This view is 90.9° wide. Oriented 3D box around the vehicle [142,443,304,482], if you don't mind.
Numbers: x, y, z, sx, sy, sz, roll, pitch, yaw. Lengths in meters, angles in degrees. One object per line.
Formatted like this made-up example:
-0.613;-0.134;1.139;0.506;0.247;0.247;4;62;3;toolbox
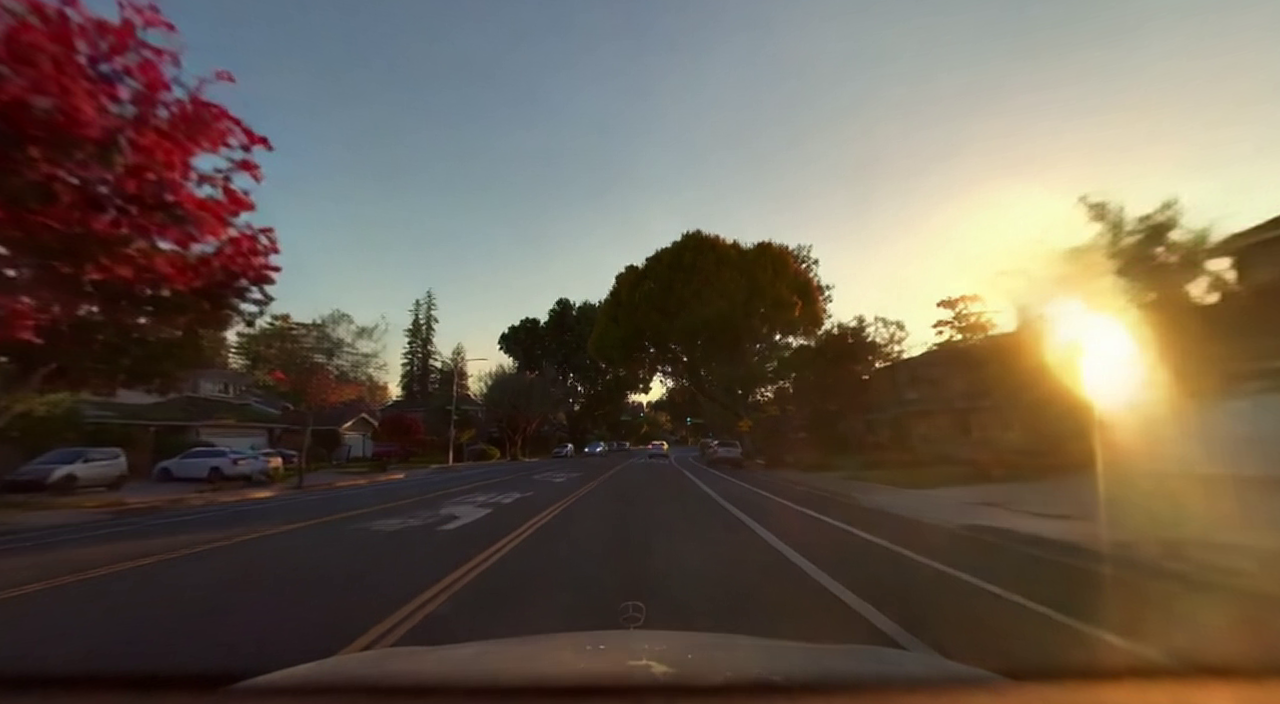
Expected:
-18.247;4.841;27.805;5.419;1.649;2.396;0;-8;1;vehicle

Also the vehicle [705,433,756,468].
5.258;5.837;37.473;2.233;1.887;5.347;0;-8;0;vehicle

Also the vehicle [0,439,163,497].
-18.922;3.839;21.197;4.372;1.745;2.017;6;-10;-35;vehicle
